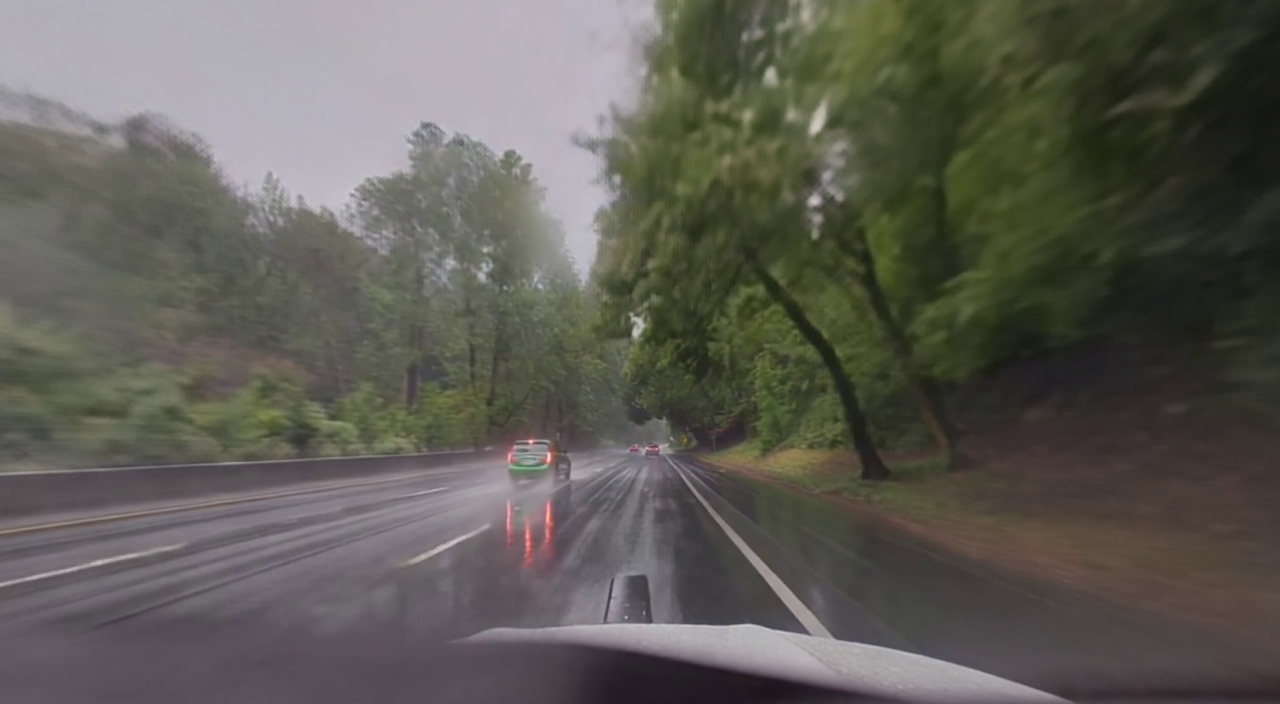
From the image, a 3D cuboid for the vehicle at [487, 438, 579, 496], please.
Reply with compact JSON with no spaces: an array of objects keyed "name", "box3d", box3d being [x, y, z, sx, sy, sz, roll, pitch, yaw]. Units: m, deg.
[{"name":"vehicle","box3d":[-3.123,3.448,19.321,2.015,1.561,4.469,0,-8,0]}]
